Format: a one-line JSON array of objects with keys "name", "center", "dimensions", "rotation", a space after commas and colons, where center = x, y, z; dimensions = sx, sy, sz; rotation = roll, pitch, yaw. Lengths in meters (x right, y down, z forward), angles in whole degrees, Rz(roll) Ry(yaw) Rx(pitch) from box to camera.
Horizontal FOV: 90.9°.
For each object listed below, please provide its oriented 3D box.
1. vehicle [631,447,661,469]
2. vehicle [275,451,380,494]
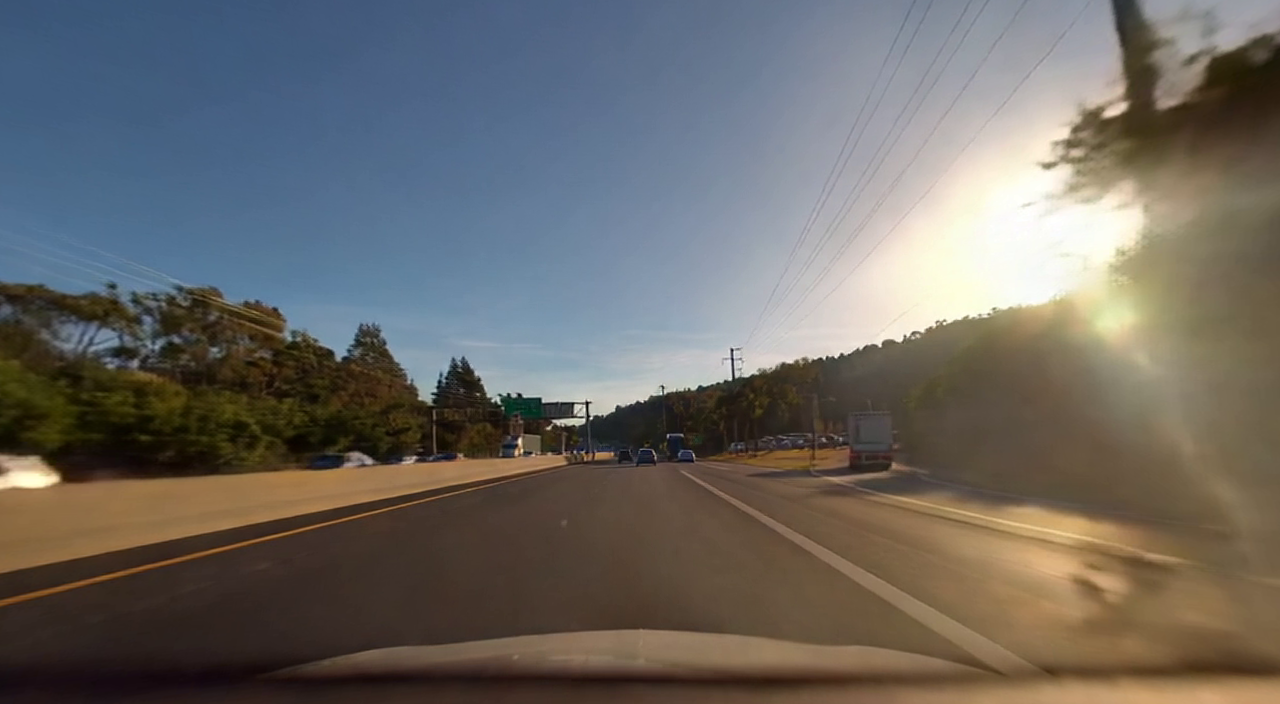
[{"name": "vehicle", "center": [0.458, 7.817, 46.606], "dimensions": [2.111, 1.599, 3.859], "rotation": [0, -9, 0]}, {"name": "vehicle", "center": [-11.980, 4.603, 24.525], "dimensions": [1.871, 1.480, 4.270], "rotation": [0, -9, 0]}]
